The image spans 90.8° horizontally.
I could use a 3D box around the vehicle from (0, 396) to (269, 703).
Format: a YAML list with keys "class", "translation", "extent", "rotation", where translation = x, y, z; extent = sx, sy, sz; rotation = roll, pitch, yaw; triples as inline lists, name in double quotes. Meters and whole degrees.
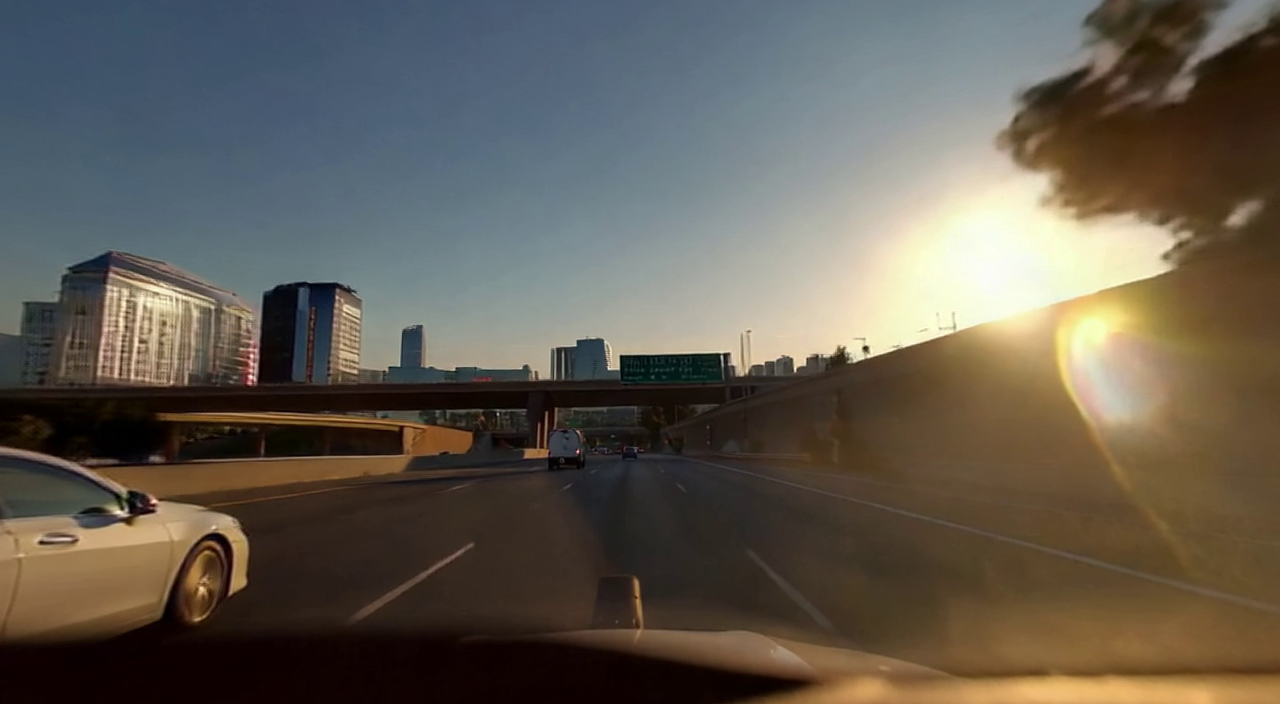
- class: "vehicle"
  translation: [-4.034, 0.964, 2.770]
  extent: [2.025, 1.556, 4.594]
  rotation: [0, -8, 0]

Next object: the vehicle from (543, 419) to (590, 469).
- class: "vehicle"
  translation: [-4.635, 6.008, 41.091]
  extent: [2.364, 2.953, 6.732]
  rotation: [0, -8, -1]
